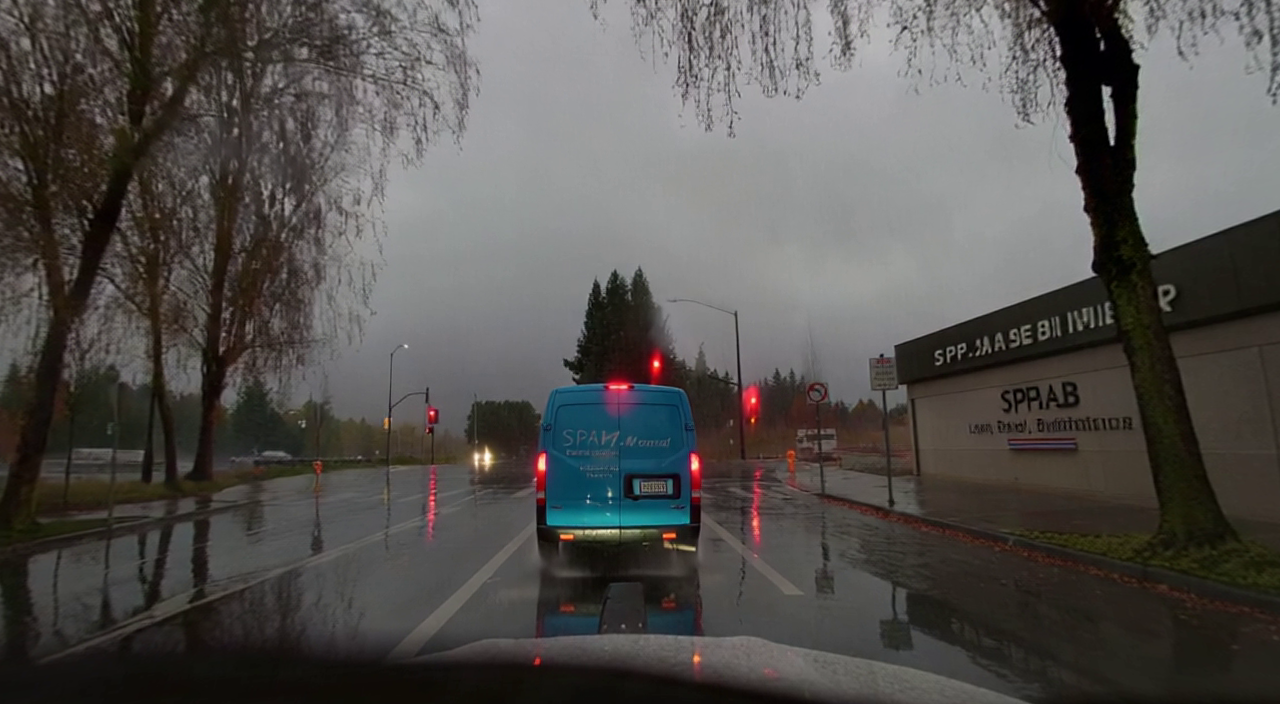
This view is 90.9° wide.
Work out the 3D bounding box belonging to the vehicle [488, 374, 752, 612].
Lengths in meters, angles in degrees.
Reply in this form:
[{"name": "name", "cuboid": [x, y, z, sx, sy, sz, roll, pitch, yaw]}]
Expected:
[{"name": "vehicle", "cuboid": [-0.292, 1.467, 7.298, 2.181, 1.949, 3.932, 1, -9, -4]}]
